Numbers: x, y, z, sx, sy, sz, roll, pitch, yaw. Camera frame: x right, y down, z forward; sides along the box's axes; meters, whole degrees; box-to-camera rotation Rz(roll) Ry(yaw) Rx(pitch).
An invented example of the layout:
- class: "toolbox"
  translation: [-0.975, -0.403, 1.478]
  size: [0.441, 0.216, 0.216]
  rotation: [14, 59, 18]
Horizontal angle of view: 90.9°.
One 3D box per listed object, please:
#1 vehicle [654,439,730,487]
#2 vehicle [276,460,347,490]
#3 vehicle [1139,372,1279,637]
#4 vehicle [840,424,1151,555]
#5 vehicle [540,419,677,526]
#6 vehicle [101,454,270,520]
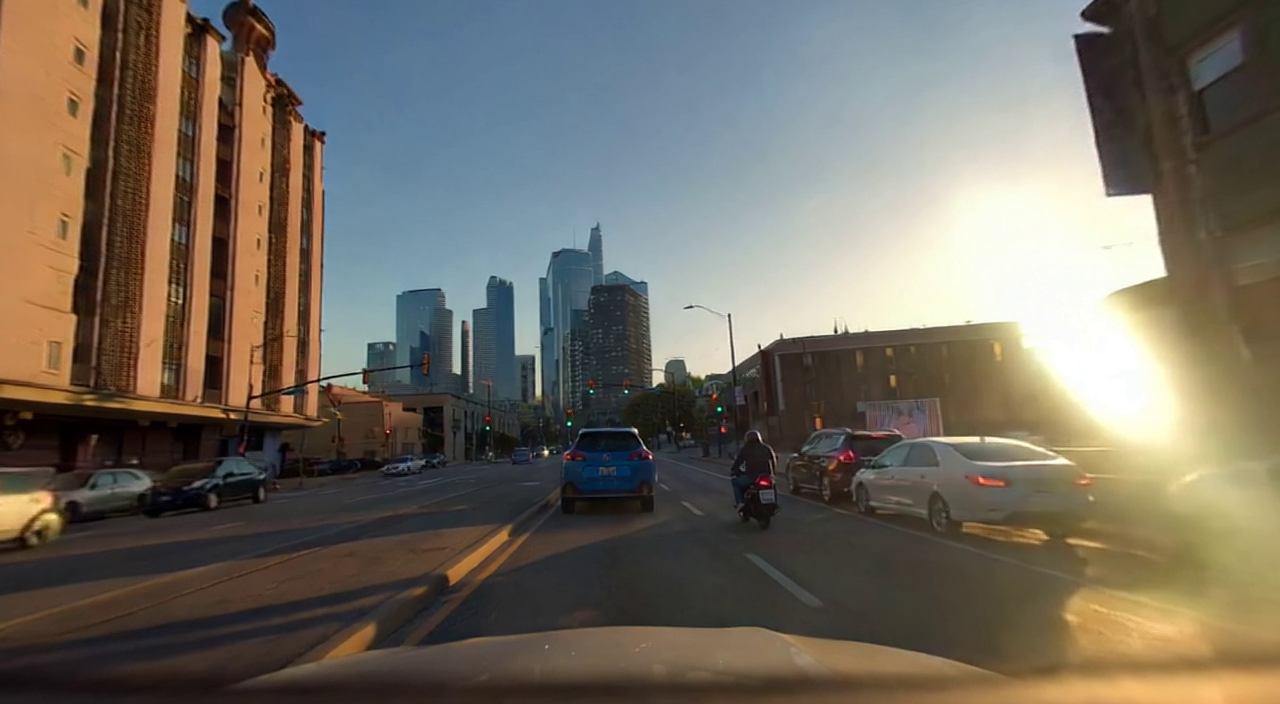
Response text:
- class: "vehicle"
  translation: [1.697, 3.845, 22.227]
  size: [2.101, 1.507, 4.355]
  rotation: [0, -9, -3]
- class: "vehicle"
  translation: [-19.294, 7.225, 37.292]
  size: [2.038, 1.607, 4.348]
  rotation: [1, -9, -3]
- class: "vehicle"
  translation: [5.300, 0.840, 3.110]
  size: [2.094, 1.719, 4.150]
  rotation: [0, -9, -3]
- class: "vehicle"
  translation: [4.954, 1.970, 9.808]
  size: [2.012, 1.532, 4.565]
  rotation: [0, -9, -3]
- class: "vehicle"
  translation: [-0.590, 2.307, 12.599]
  size: [2.265, 1.748, 4.130]
  rotation: [0, -9, -2]
- class: "vehicle"
  translation: [-14.684, 4.325, 20.836]
  size: [2.267, 1.831, 4.702]
  rotation: [0, -9, -4]
